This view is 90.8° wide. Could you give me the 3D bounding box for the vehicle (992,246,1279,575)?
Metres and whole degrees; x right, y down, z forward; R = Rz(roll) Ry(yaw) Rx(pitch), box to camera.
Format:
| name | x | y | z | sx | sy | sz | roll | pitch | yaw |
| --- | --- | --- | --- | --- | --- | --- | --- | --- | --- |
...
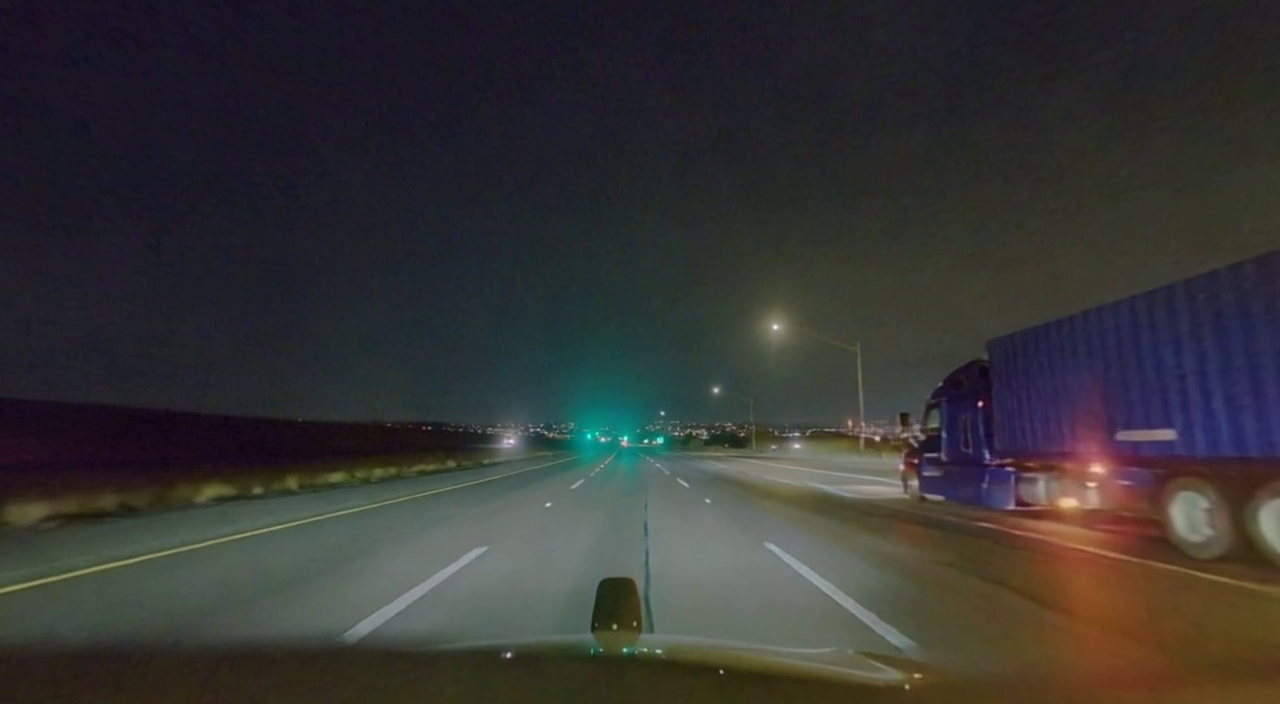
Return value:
| name | x | y | z | sx | sy | sz | roll | pitch | yaw |
| --- | --- | --- | --- | --- | --- | --- | --- | --- | --- |
| vehicle | 7.225 | 0.668 | 6.745 | 2.627 | 3.011 | 7.287 | 0 | -8 | 0 |
